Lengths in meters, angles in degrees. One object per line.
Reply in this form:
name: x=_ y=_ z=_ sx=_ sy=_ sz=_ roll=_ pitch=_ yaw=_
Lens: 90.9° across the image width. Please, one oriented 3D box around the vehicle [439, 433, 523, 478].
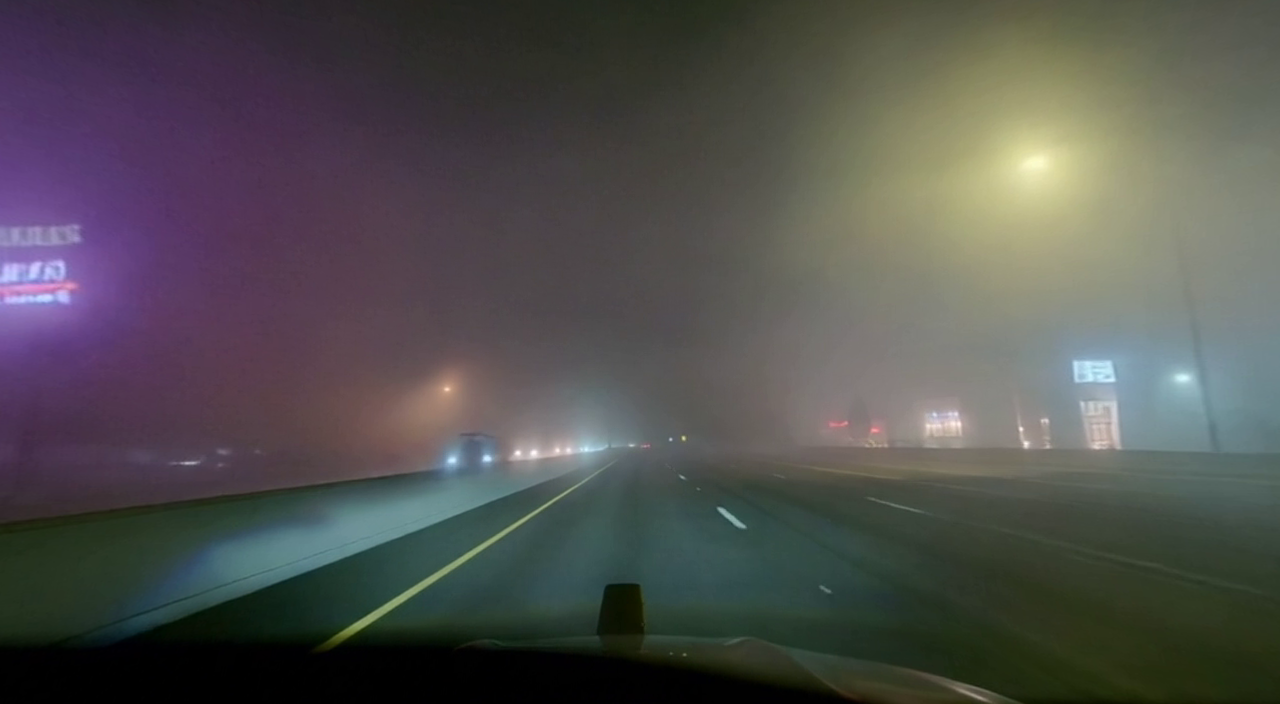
vehicle: x=-7.166 y=4.747 z=29.159 sx=2.266 sy=1.823 sz=5.768 roll=0 pitch=-8 yaw=1
